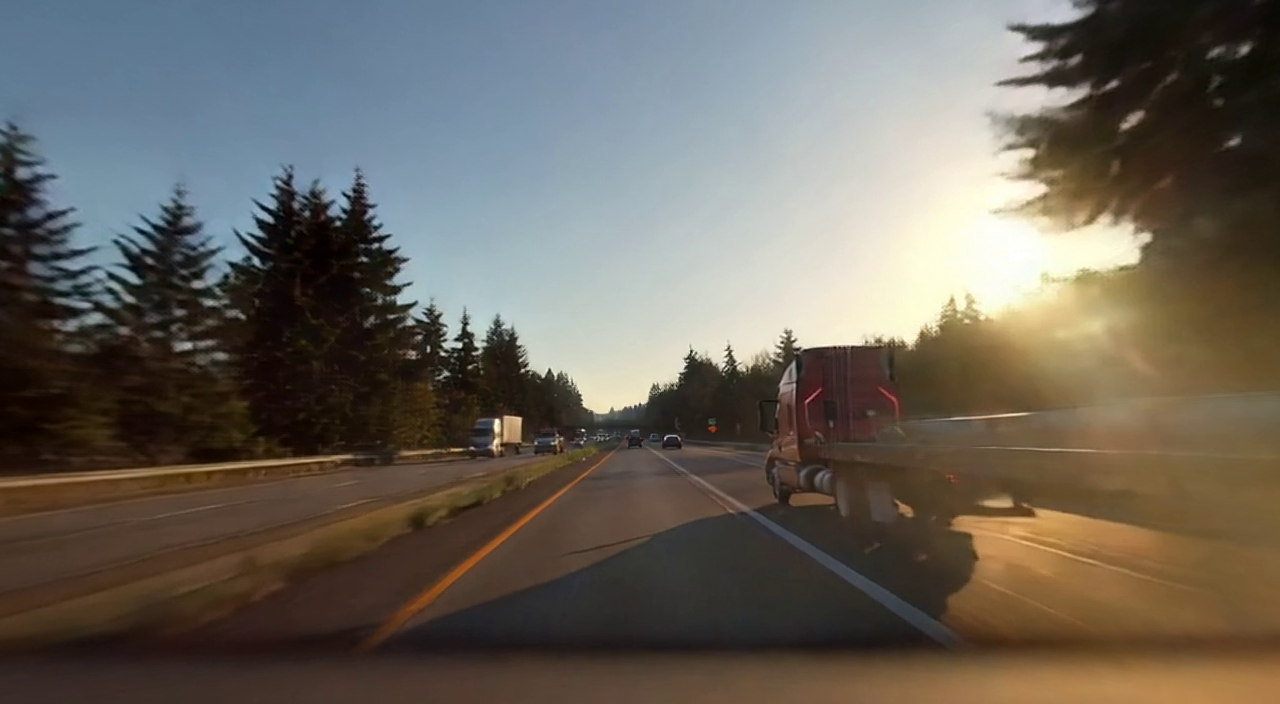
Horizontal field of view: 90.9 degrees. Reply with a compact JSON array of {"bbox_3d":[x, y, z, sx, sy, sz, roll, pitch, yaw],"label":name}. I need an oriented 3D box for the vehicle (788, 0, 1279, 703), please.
[{"bbox_3d":[3.965,-0.307,2.689,3.038,3.975,13.887,0,-8,-1],"label":"vehicle"}]
